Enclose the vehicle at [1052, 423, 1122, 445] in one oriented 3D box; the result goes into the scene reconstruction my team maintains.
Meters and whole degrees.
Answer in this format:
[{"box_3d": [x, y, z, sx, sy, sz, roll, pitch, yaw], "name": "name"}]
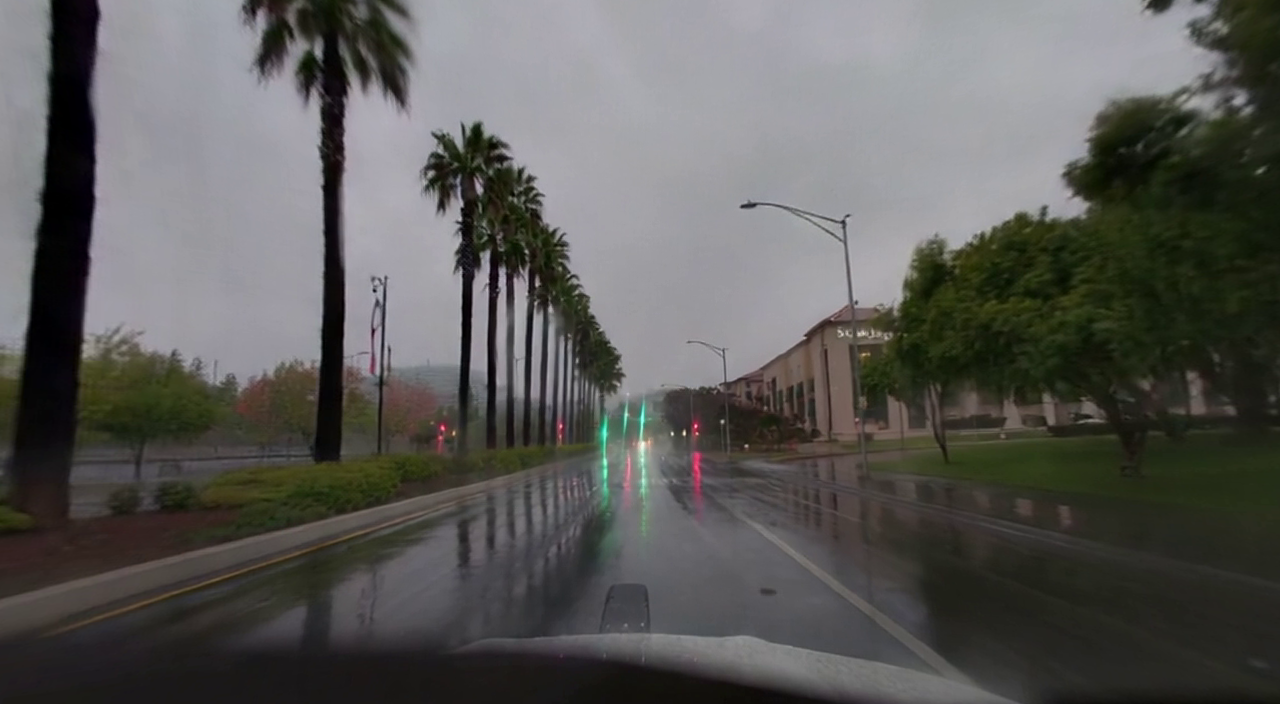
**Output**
[{"box_3d": [34.588, 6.410, 48.947, 1.820, 1.571, 4.697, 0, -8, -3], "name": "vehicle"}]
